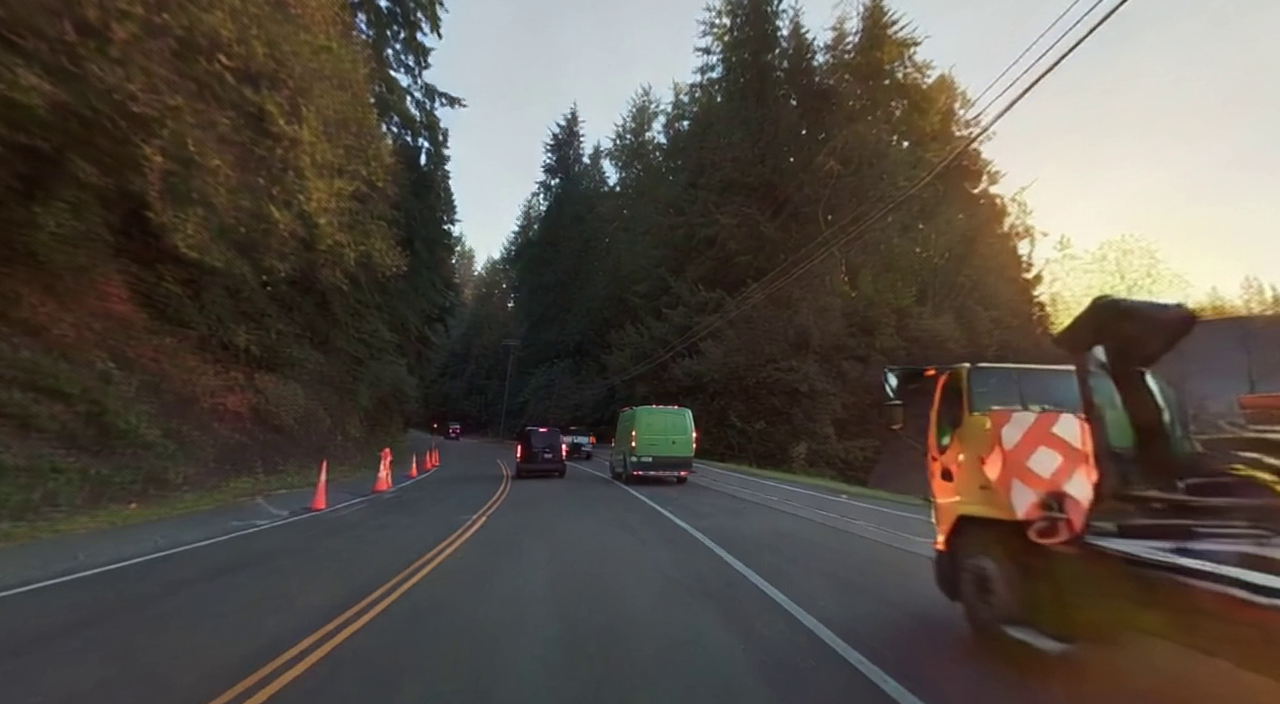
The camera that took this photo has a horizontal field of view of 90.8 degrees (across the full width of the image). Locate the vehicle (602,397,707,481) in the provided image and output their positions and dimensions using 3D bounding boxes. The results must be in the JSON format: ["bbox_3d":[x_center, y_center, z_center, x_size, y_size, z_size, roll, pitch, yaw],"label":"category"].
[{"bbox_3d":[0.341,4.014,29.496,3.126,3.310,8.534,1,-7,-11],"label":"vehicle"}]

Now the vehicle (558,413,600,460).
[{"bbox_3d":[-4.323,5.923,43.985,2.703,3.066,4.047,1,-9,-8],"label":"vehicle"}]

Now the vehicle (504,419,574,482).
[{"bbox_3d":[-4.155,3.920,25.324,2.362,2.223,4.892,2,-9,-13],"label":"vehicle"}]
